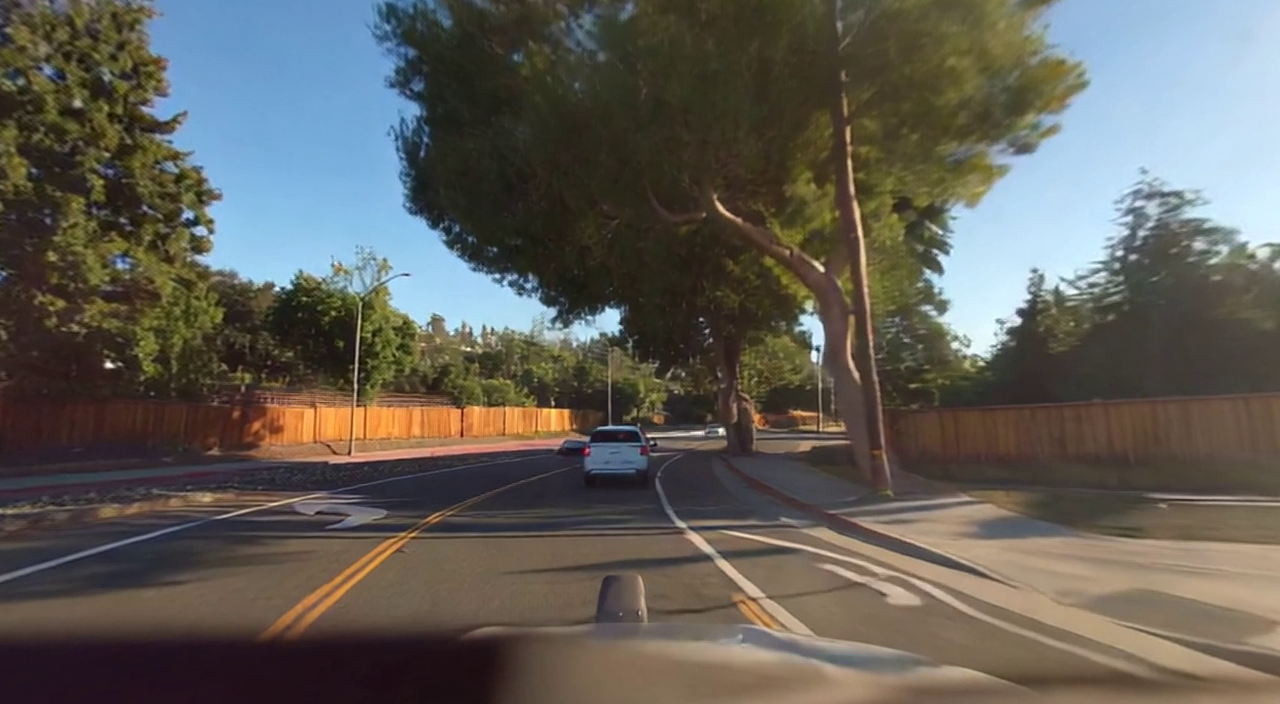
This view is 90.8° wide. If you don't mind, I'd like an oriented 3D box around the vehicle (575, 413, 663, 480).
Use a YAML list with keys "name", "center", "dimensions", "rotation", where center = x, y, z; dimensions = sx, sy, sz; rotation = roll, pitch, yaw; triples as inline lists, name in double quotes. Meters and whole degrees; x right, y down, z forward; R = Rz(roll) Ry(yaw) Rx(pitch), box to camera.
- name: "vehicle"
  center: [-0.515, 2.960, 19.803]
  dimensions: [2.230, 1.827, 4.580]
  rotation: [-1, -8, 5]

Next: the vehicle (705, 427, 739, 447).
- name: "vehicle"
  center: [6.546, 6.729, 49.970]
  dimensions: [1.929, 1.476, 4.655]
  rotation: [-2, -9, 17]
